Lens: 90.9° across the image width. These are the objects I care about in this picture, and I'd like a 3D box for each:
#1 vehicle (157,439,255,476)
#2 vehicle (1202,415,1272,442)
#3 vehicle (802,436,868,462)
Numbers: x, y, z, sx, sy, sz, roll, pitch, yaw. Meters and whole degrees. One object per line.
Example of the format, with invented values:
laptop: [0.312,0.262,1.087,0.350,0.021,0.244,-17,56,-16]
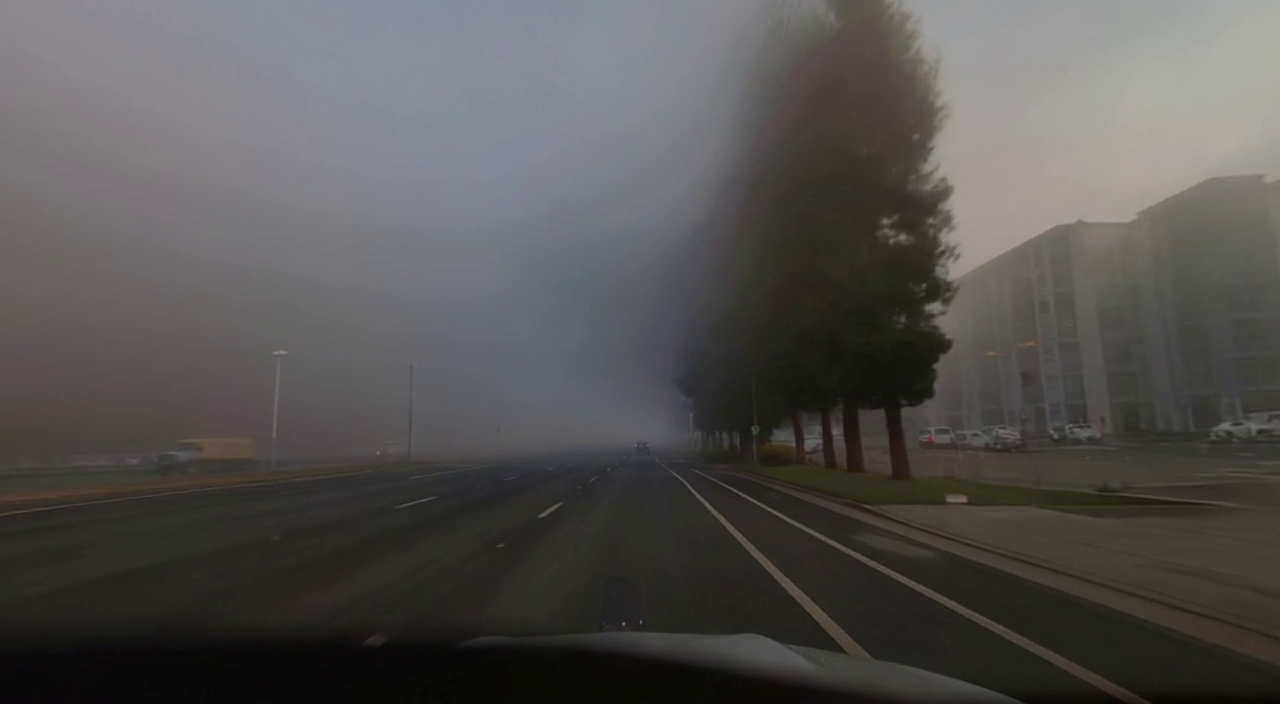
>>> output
vehicle: [-32.099,7.785,46.993,2.514,2.485,6.584,0,-8,1]
vehicle: [42.610,5.483,45.002,4.477,1.834,2.117,4,-9,-28]
vehicle: [14.947,7.442,48.473,4.388,1.446,1.808,-6,-7,1]
